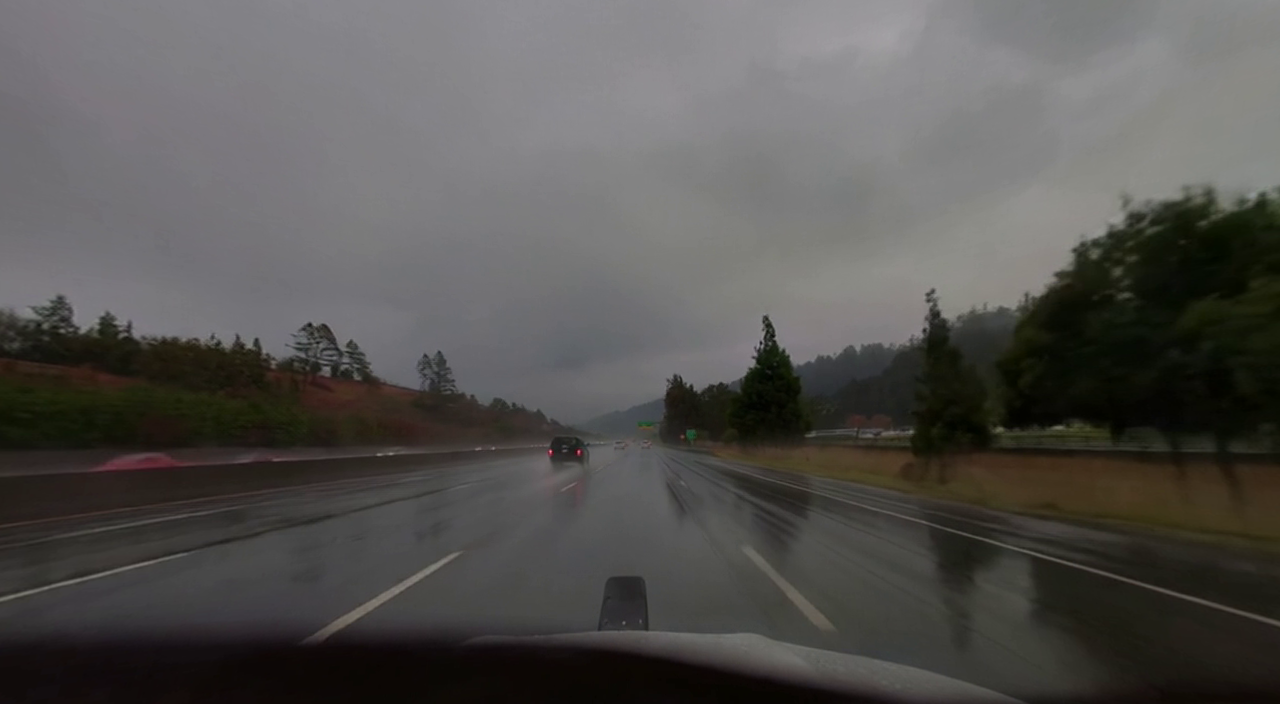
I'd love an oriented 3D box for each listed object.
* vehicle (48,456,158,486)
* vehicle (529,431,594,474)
[{"bbox_3d":[-29.408,6.521,34.767,1.956,1.444,4.659,0,-8,1],"label":"vehicle"},{"bbox_3d":[-3.544,4.674,29.425,2.283,1.802,4.810,0,-8,1],"label":"vehicle"}]
